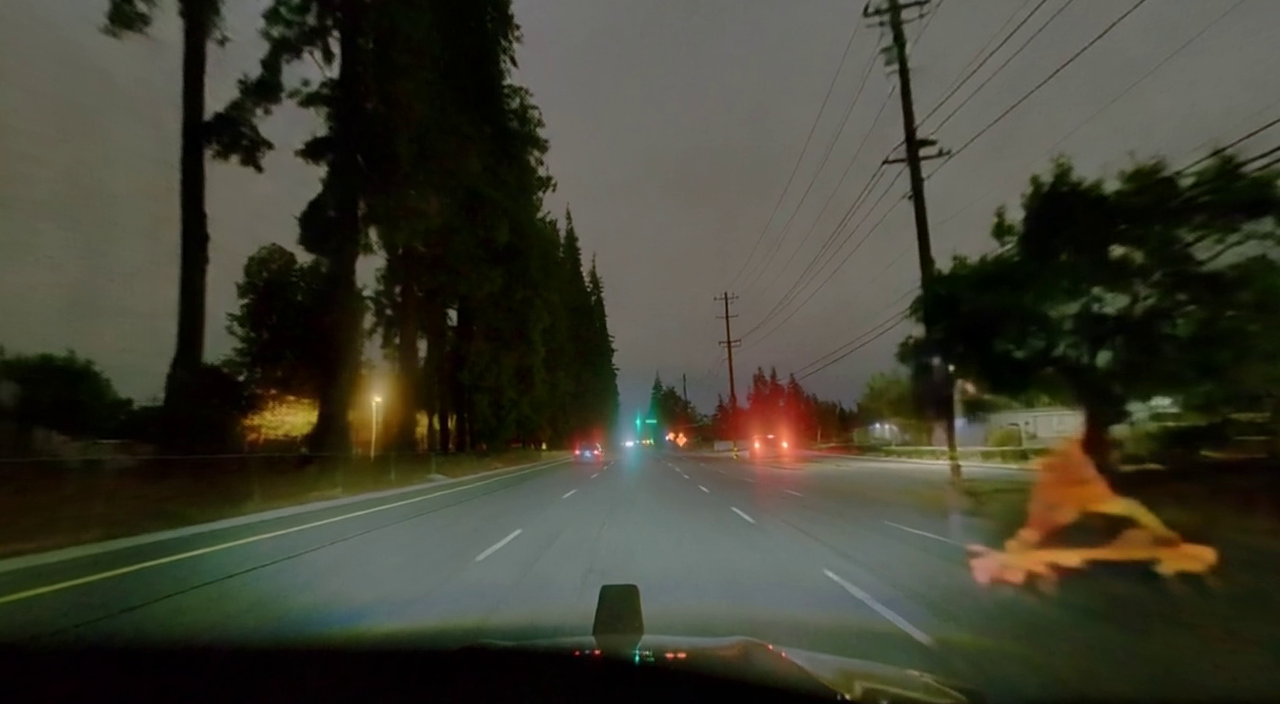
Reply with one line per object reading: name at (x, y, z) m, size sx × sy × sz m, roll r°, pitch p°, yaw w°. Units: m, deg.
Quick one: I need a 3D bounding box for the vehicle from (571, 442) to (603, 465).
vehicle at (-3.905, 7.524, 46.960) m, size 1.992 × 1.608 × 3.868 m, roll 0°, pitch -8°, yaw 1°
